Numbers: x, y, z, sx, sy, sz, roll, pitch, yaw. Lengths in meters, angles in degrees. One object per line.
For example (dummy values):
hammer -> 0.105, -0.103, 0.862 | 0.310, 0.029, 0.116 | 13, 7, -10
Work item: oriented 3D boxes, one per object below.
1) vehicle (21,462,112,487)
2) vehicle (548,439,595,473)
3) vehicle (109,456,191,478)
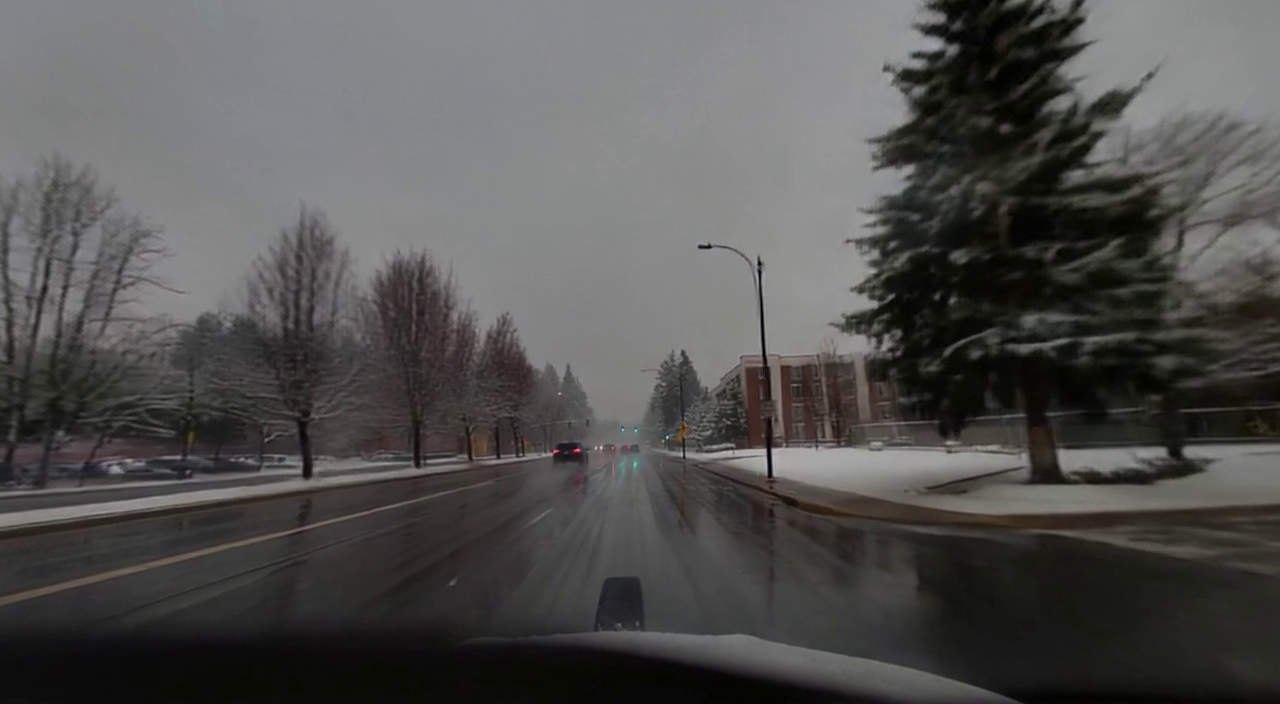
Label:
vehicle -> -36.880, 7.863, 40.682 | 3.950, 1.513, 1.797 | 0, -9, -5
vehicle -> -3.621, 5.585, 34.130 | 1.959, 1.741, 4.141 | 0, -8, 1
vehicle -> -37.089, 8.698, 47.878 | 4.463, 1.545, 2.076 | -1, -9, 2
